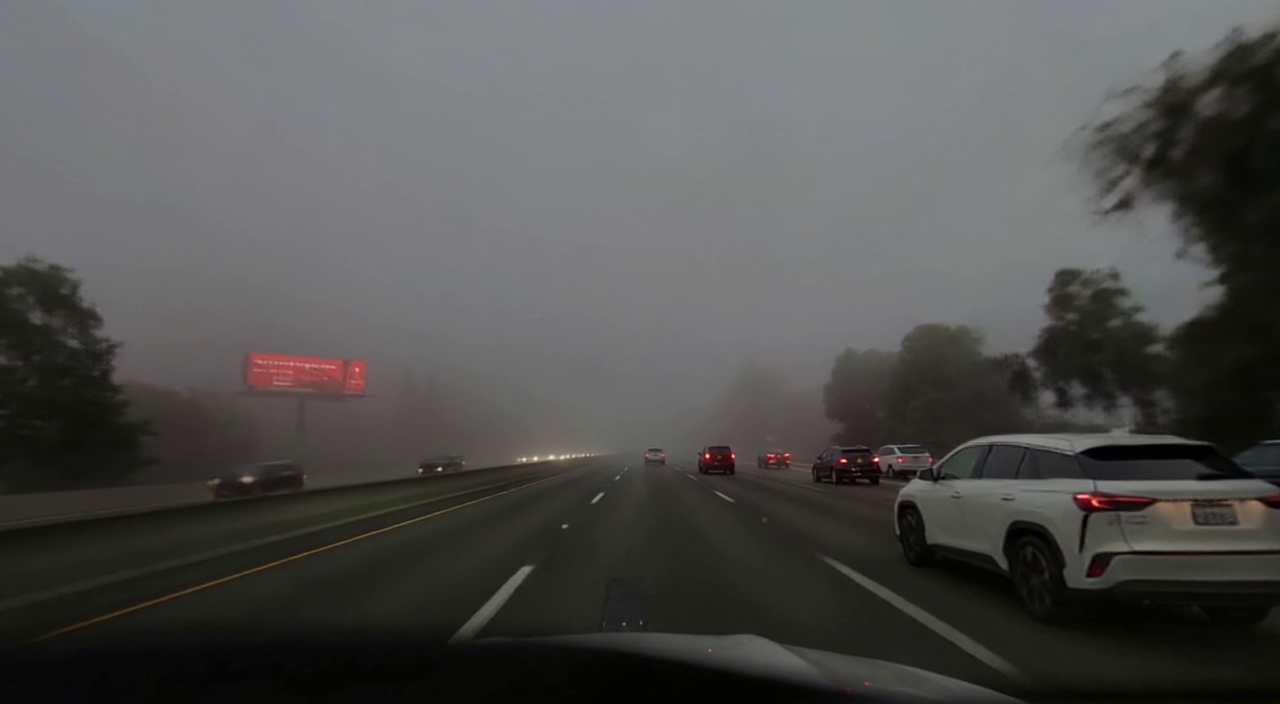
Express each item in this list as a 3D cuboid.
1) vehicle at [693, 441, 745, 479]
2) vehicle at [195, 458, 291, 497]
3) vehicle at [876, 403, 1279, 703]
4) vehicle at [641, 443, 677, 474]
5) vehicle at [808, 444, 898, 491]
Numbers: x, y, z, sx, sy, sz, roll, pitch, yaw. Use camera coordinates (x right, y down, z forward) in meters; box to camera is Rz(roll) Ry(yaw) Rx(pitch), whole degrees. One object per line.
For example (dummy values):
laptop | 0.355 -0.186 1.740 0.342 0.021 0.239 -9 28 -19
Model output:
vehicle | 4.077 5.662 33.332 2.075 1.845 4.667 0 -8 -1
vehicle | -20.161 6.377 32.315 2.066 1.746 4.308 -1 -8 0
vehicle | 3.914 1.387 5.472 1.989 1.609 4.355 0 -8 -1
vehicle | 1.162 6.717 40.048 2.145 1.832 4.004 -1 -8 1
vehicle | 7.696 4.183 23.260 1.807 1.558 4.352 0 -8 0
